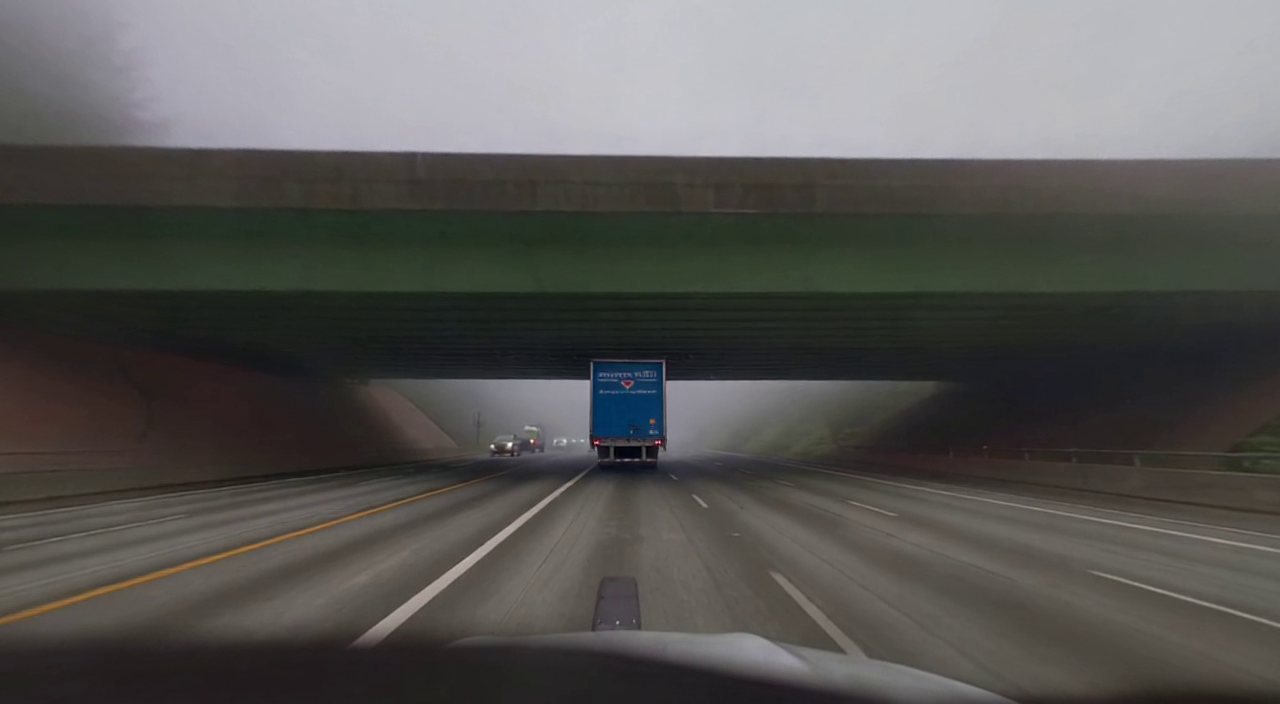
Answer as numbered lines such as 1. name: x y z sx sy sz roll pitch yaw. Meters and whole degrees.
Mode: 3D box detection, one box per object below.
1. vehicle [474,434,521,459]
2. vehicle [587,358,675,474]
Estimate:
1. vehicle: -8.637 5.720 38.455 1.889 1.432 4.287 0 -8 0
2. vehicle: -0.517 2.779 26.102 2.895 3.861 10.213 0 -8 -2
